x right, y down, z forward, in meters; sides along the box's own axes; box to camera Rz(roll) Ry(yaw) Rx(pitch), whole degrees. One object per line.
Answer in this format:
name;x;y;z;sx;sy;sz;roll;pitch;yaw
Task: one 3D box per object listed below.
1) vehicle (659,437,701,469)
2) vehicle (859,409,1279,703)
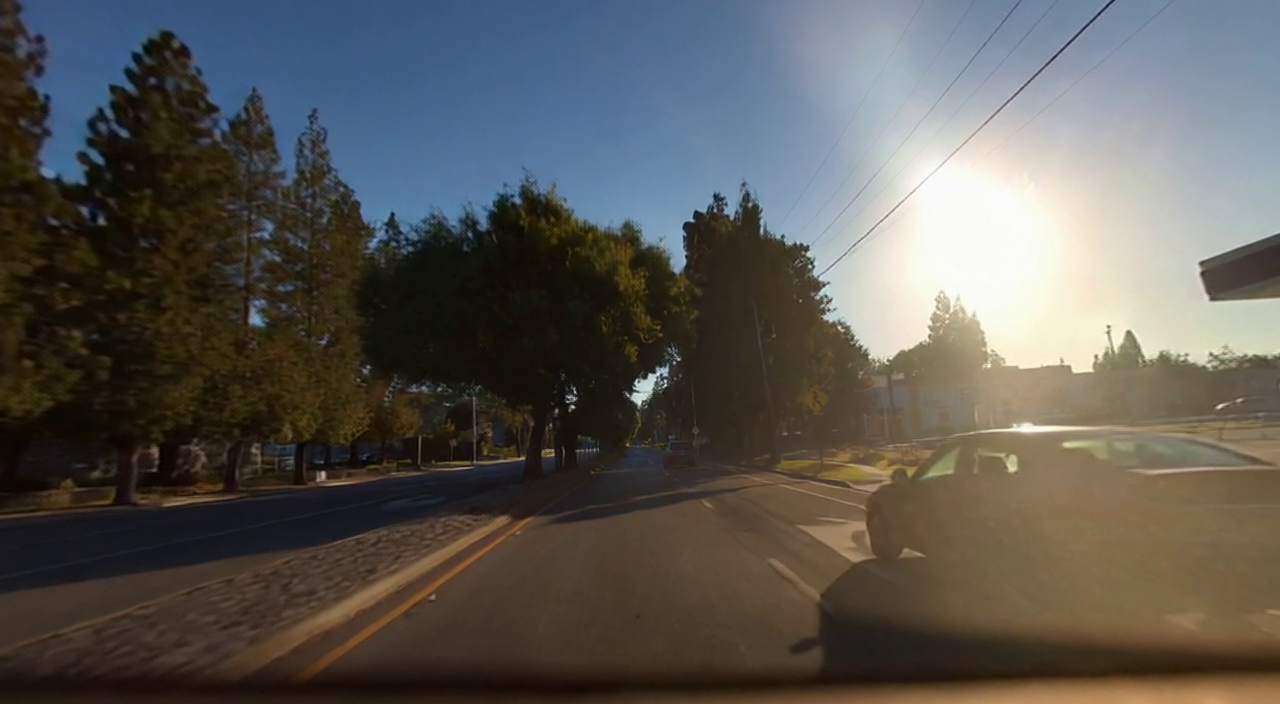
vehicle;2.430;6.273;39.373;2.115;1.840;4.777;0;-8;-2
vehicle;3.494;1.295;4.767;2.061;1.475;4.296;0;-8;-1
